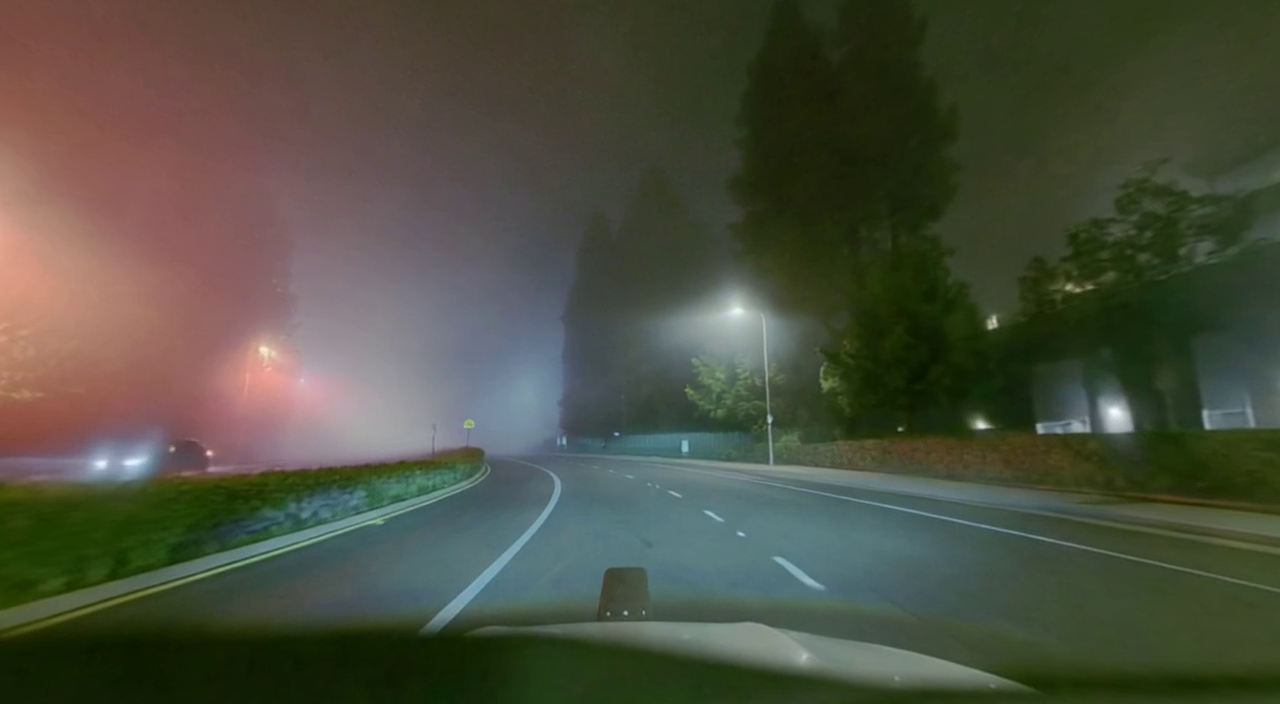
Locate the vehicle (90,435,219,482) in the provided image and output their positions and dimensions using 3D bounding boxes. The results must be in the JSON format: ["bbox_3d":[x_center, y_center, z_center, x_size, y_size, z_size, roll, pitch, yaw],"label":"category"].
[{"bbox_3d":[-20.155,4.436,26.500,2.089,1.770,4.848,1,-9,-8],"label":"vehicle"}]
